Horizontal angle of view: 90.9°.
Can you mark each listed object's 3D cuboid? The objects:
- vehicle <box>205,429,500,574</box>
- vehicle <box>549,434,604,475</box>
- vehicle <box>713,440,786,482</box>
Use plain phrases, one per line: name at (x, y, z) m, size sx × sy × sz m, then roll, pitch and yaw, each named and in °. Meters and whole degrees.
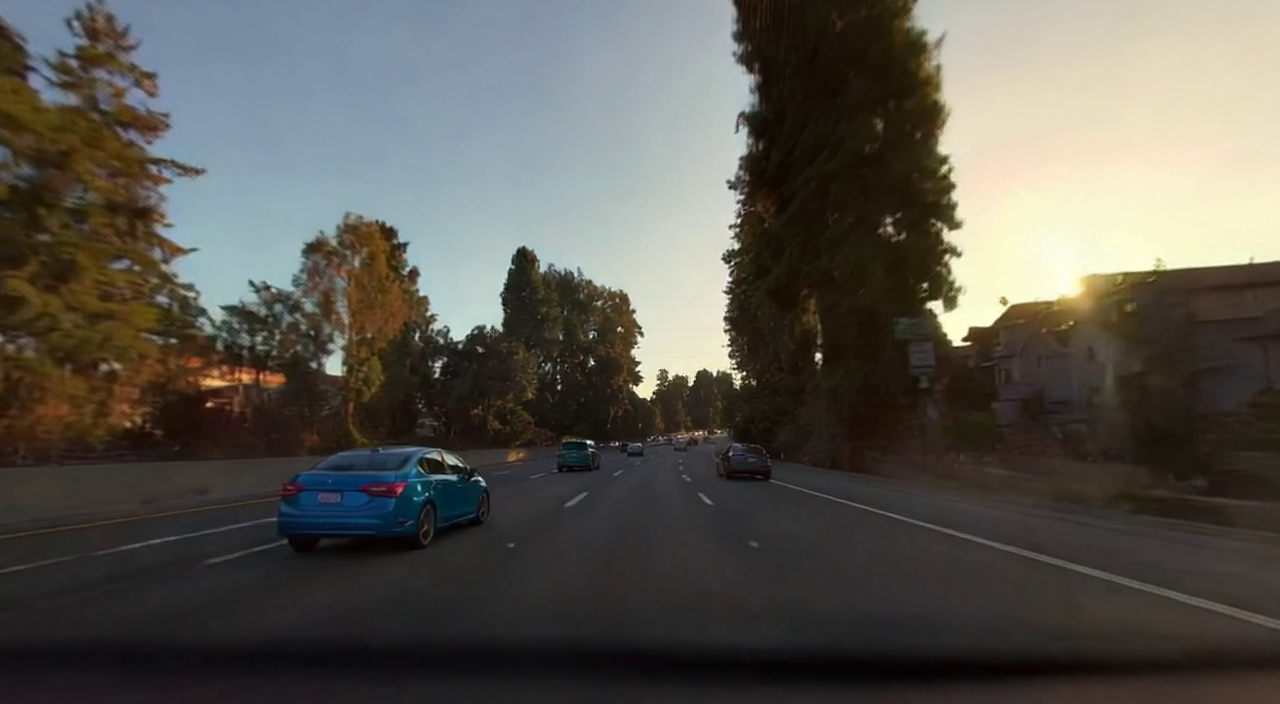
vehicle at (-3.483, 1.885, 8.813) m, size 1.948 × 1.475 × 4.461 m, roll 0°, pitch -8°, yaw 1°
vehicle at (-3.014, 5.017, 30.999) m, size 2.122 × 1.847 × 4.696 m, roll 0°, pitch -8°, yaw 1°
vehicle at (4.150, 4.213, 24.632) m, size 2.100 × 1.472 × 4.533 m, roll 0°, pitch -8°, yaw 1°
